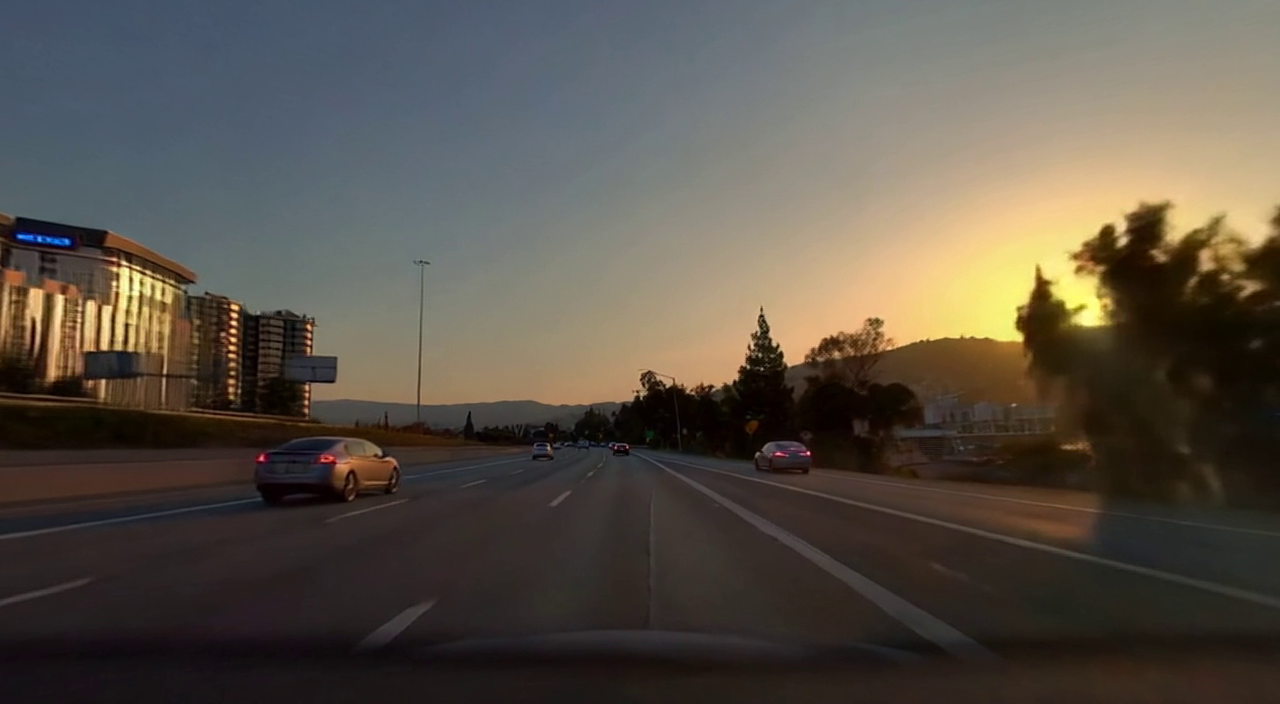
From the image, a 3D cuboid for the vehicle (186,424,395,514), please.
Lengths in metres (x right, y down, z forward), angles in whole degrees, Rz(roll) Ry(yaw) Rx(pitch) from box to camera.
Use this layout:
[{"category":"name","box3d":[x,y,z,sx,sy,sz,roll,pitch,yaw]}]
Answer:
[{"category":"vehicle","box3d":[-7.598,2.596,14.493,2.030,1.672,4.913,0,-9,-1]}]

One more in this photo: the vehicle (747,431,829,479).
[{"category":"vehicle","box3d":[5.917,4.179,25.851,2.023,1.782,4.193,1,-9,-5]}]
